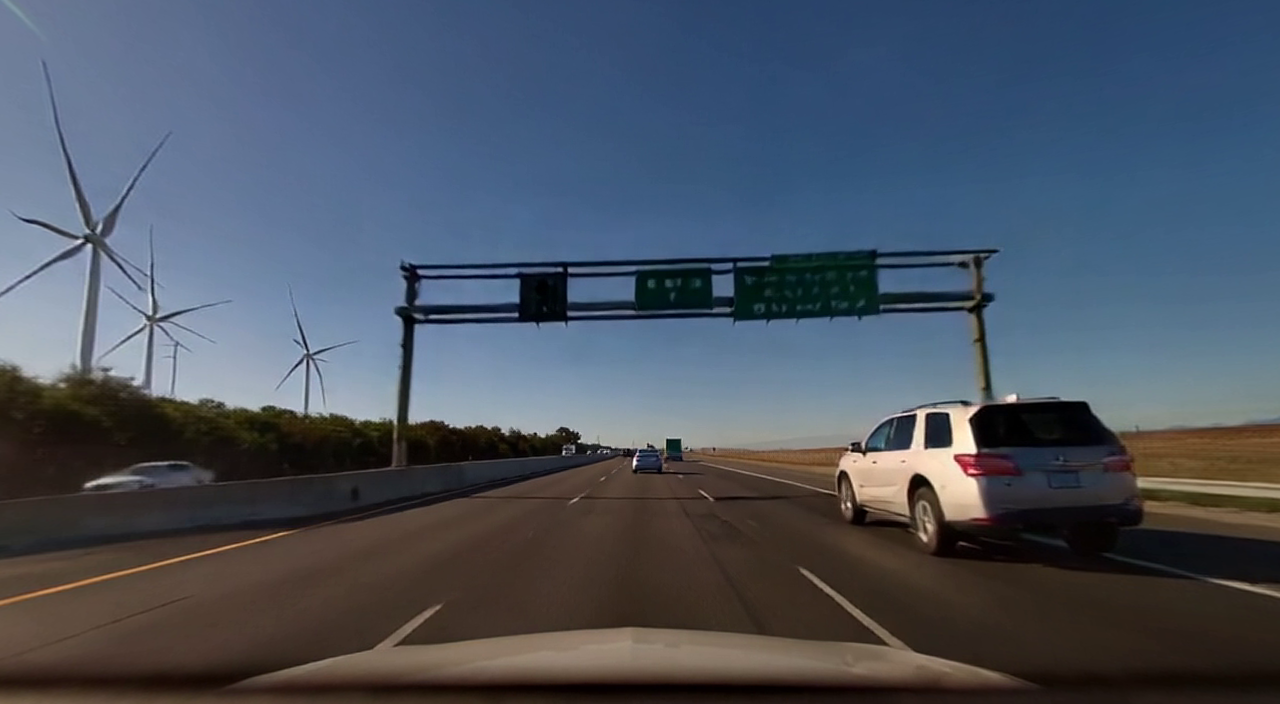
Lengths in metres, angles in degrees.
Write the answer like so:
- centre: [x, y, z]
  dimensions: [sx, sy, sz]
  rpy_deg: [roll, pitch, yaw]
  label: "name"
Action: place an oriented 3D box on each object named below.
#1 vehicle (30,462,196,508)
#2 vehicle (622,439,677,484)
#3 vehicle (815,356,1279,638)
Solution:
- centre: [-19.563, 4.940, 23.789]
  dimensions: [1.925, 1.431, 4.998]
  rpy_deg: [0, -9, 1]
  label: "vehicle"
- centre: [0.337, 4.461, 25.861]
  dimensions: [2.083, 1.653, 3.787]
  rpy_deg: [0, -9, 0]
  label: "vehicle"
- centre: [3.666, 1.334, 6.729]
  dimensions: [2.104, 1.861, 4.956]
  rpy_deg: [0, -9, -1]
  label: "vehicle"
